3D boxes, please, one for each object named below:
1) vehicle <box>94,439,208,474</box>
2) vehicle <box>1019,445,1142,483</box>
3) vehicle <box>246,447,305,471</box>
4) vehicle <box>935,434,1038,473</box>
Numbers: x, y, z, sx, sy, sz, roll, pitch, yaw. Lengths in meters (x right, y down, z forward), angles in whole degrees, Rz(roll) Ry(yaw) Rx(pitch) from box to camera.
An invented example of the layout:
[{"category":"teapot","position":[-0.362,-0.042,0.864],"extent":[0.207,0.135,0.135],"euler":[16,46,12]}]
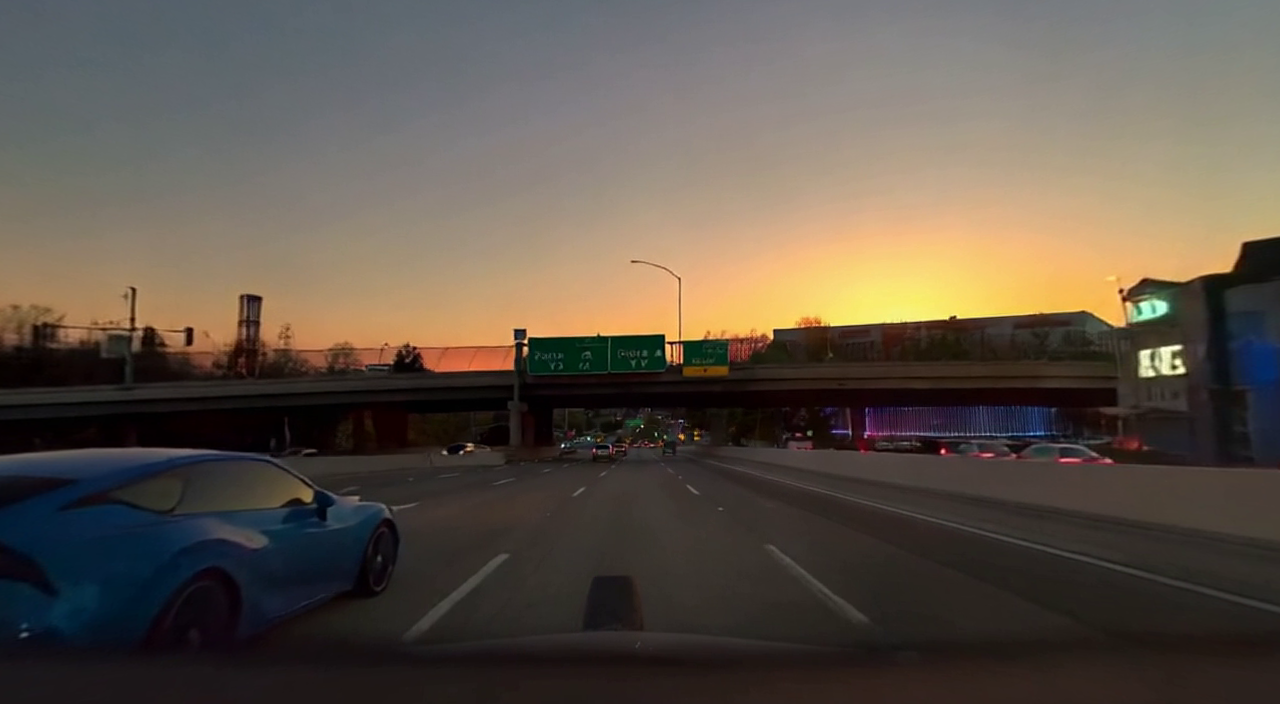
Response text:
[{"category":"vehicle","position":[-29.709,6.334,38.695],"extent":[2.271,1.986,5.762],"euler":[0,-8,1]},{"category":"vehicle","position":[18.332,4.643,26.606],"extent":[1.858,1.432,4.563],"euler":[0,-8,0]},{"category":"vehicle","position":[-22.366,6.554,38.917],"extent":[1.498,1.362,3.409],"euler":[0,-8,1]},{"category":"vehicle","position":[18.455,5.436,34.115],"extent":[2.128,1.915,5.821],"euler":[0,-8,-2]}]
